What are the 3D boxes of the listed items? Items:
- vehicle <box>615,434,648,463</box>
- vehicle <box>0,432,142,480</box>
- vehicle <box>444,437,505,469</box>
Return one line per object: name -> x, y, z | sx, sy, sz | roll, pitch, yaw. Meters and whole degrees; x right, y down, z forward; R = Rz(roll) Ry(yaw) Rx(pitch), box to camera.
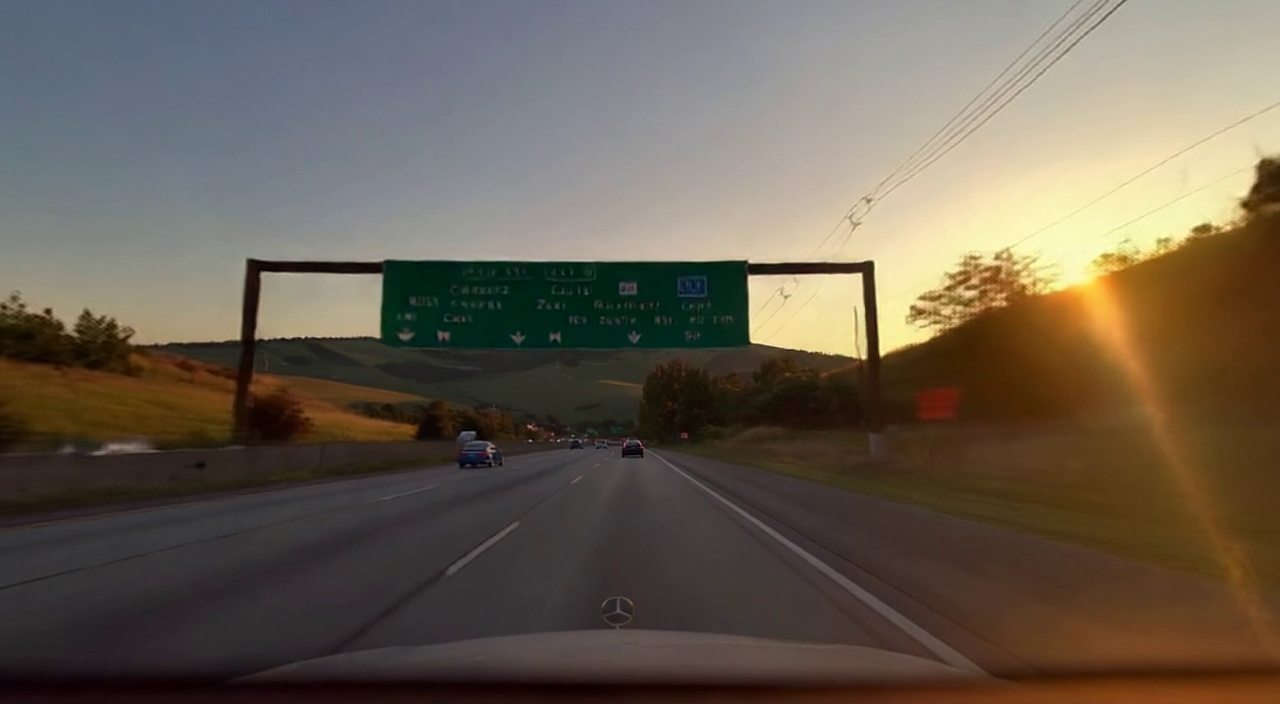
vehicle -> -0.539, 6.247, 40.896 | 2.040, 1.715, 3.906 | 0, -8, -1
vehicle -> -20.065, 3.570, 21.827 | 1.896, 1.464, 4.522 | 0, -8, -1
vehicle -> -8.488, 5.215, 32.735 | 2.047, 1.486, 4.306 | 0, -8, 0
